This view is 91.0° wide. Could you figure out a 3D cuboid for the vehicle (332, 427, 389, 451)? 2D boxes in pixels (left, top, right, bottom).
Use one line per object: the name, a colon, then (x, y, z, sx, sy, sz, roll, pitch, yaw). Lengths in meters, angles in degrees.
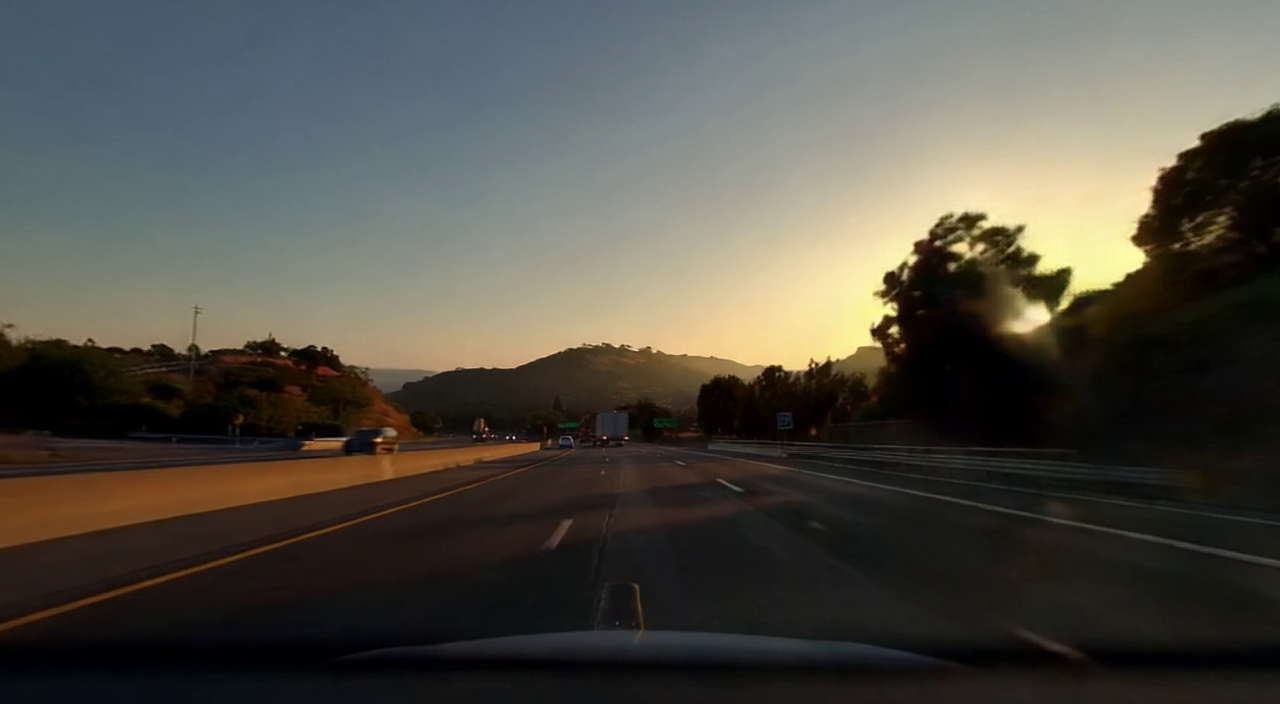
vehicle: (-19.593, 6.135, 44.356, 1.948, 1.569, 4.674, 0, -8, -2)
